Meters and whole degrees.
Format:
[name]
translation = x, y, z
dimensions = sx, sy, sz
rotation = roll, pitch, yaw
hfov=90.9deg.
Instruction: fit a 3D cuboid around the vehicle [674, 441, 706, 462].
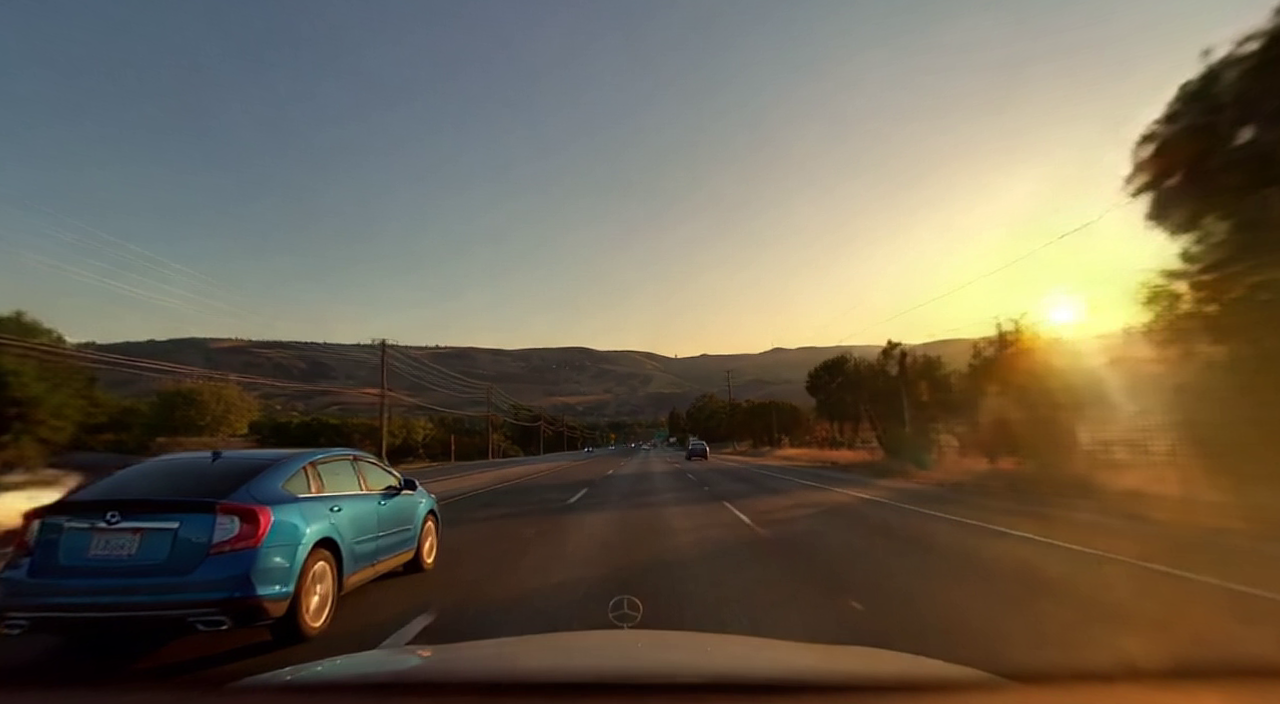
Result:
[vehicle]
translation = 3.863, 7.834, 49.660
dimensions = 2.148, 1.538, 4.430
rotation = 0, -8, 0
